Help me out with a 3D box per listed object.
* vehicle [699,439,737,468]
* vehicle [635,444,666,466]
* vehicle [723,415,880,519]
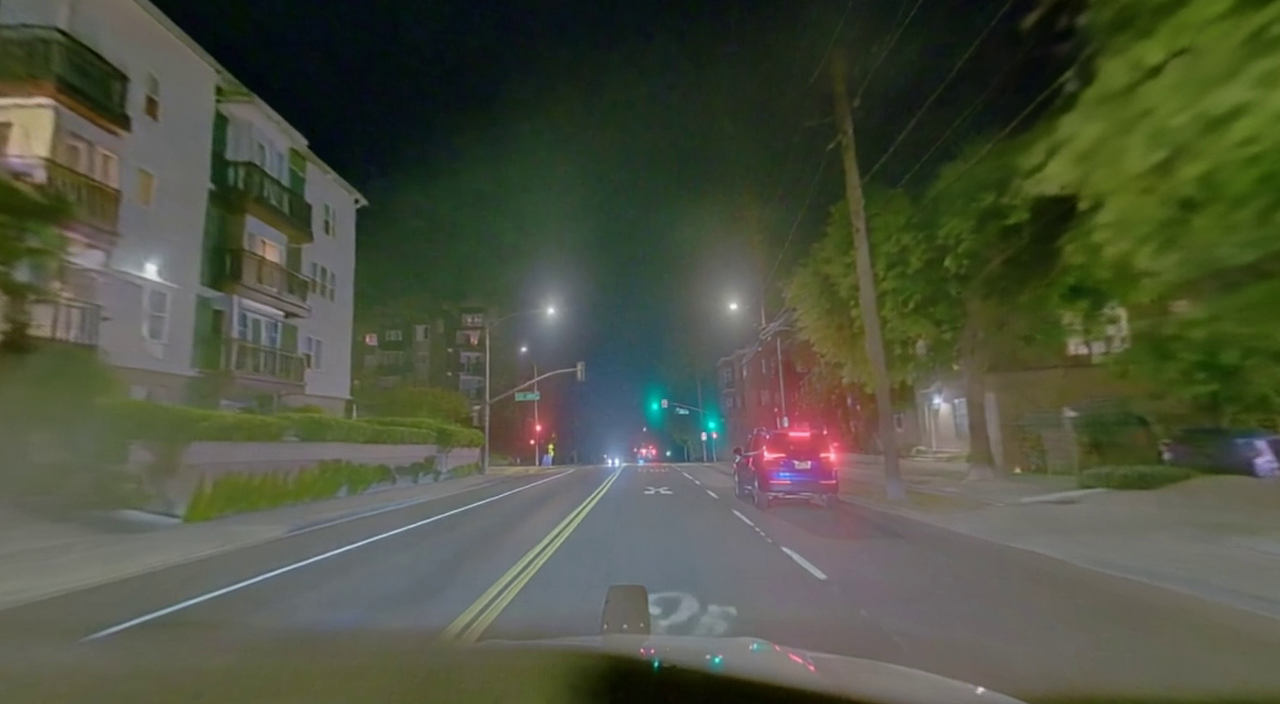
[{"bbox_3d":[5.250,6.836,42.536,2.335,1.794,4.898,-1,-9,7],"label":"vehicle"},{"bbox_3d":[0.739,7.464,45.831,2.097,1.463,4.043,0,-9,0],"label":"vehicle"},{"bbox_3d":[3.240,2.440,13.878,2.130,1.863,4.844,0,-9,0],"label":"vehicle"}]
